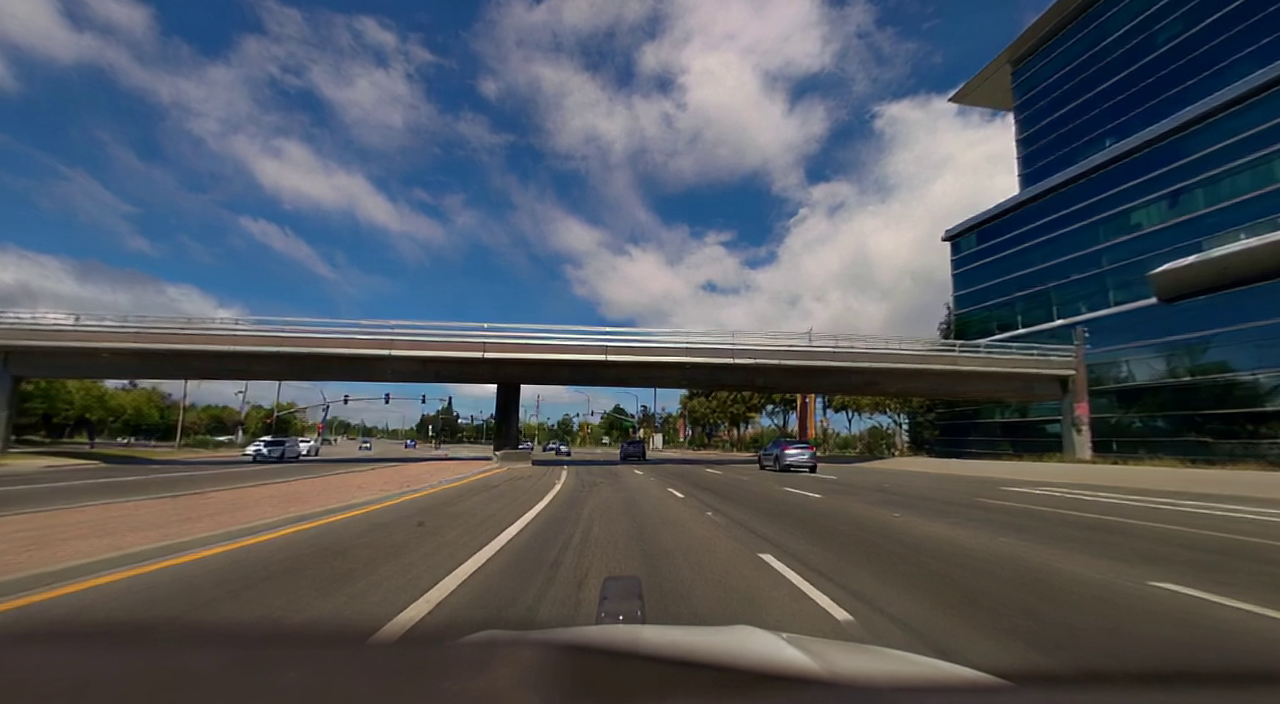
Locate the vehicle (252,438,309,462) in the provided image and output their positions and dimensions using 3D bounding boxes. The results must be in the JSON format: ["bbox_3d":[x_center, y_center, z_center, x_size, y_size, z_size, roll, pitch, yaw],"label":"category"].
[{"bbox_3d":[-24.454,6.693,43.097,1.910,1.510,4.324,1,-9,-9],"label":"vehicle"}]

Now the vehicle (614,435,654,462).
[{"bbox_3d":[-0.447,6.536,42.720,2.024,1.724,3.928,1,-9,-10],"label":"vehicle"}]

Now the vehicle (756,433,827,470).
[{"bbox_3d":[7.629,5.062,32.356,2.130,1.741,4.665,1,-8,-5],"label":"vehicle"}]
